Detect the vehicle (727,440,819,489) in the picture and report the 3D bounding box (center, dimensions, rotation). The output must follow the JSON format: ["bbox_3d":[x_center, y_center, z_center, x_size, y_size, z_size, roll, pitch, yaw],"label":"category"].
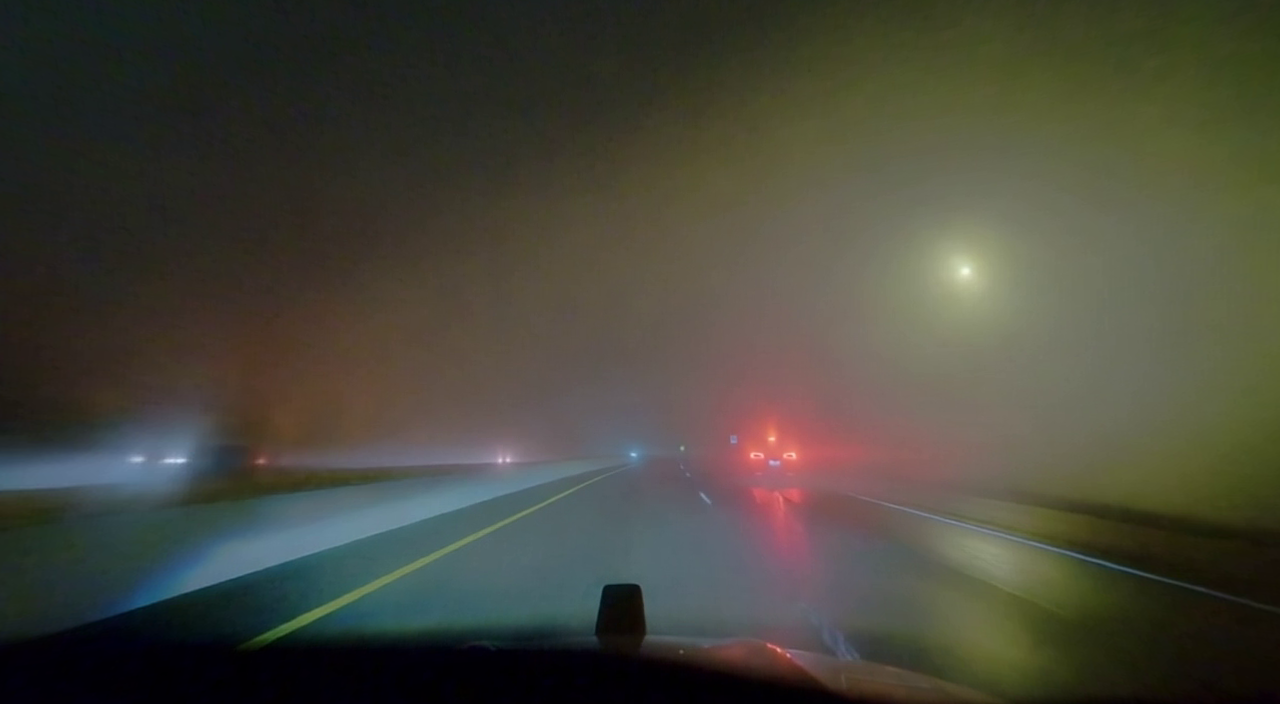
[{"bbox_3d":[4.196,3.631,20.585,2.124,1.405,4.398,0,-9,1],"label":"vehicle"}]
